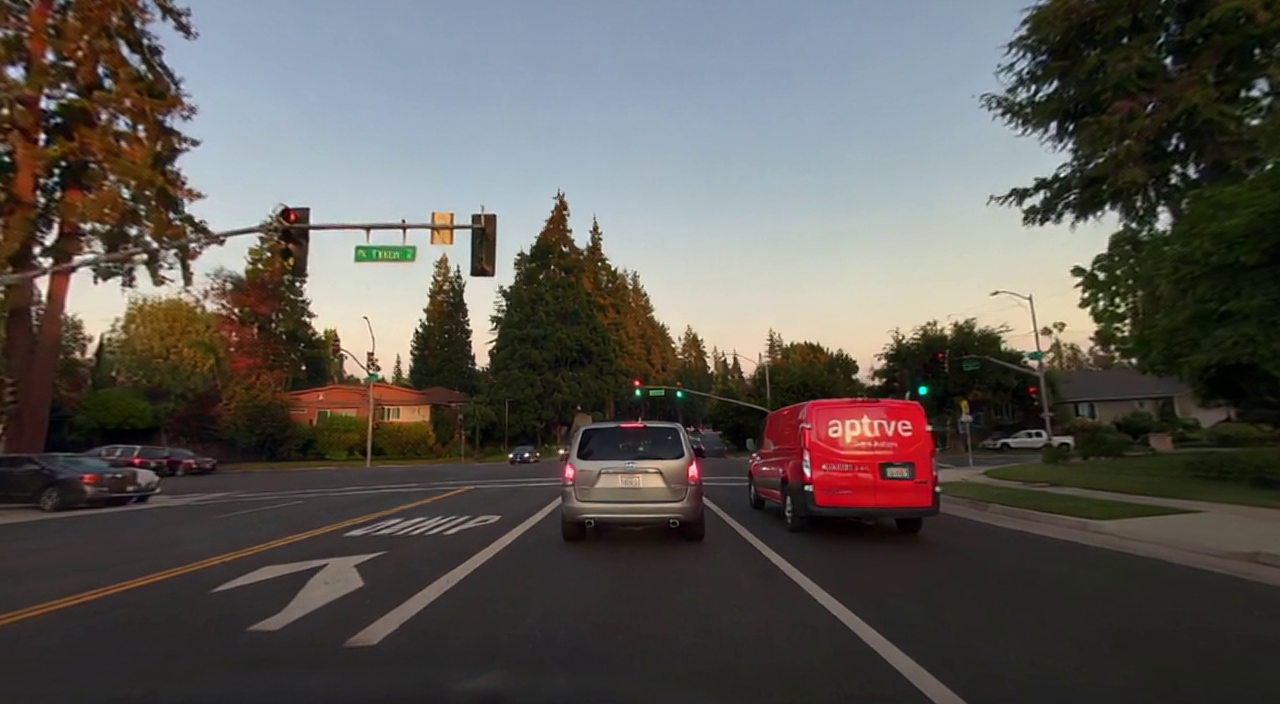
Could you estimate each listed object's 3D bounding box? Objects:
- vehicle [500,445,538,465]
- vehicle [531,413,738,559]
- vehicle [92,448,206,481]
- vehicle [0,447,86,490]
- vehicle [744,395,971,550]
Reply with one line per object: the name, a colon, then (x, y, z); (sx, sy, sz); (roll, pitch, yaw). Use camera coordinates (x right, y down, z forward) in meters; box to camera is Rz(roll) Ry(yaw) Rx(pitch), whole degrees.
vehicle: (-9.560, 8.153, 49.944); (1.881, 1.515, 4.262); (-1, -8, 4)
vehicle: (-0.049, 1.820, 9.312); (2.321, 1.624, 4.367); (0, -8, 0)
vehicle: (-25.233, 5.784, 32.406); (4.073, 1.603, 1.920); (1, -8, -8)
vehicle: (-28.424, 5.202, 28.204); (4.757, 1.841, 2.121); (1, -8, -7)
vehicle: (3.067, 1.806, 10.031); (2.059, 1.924, 4.257); (0, -8, 0)
